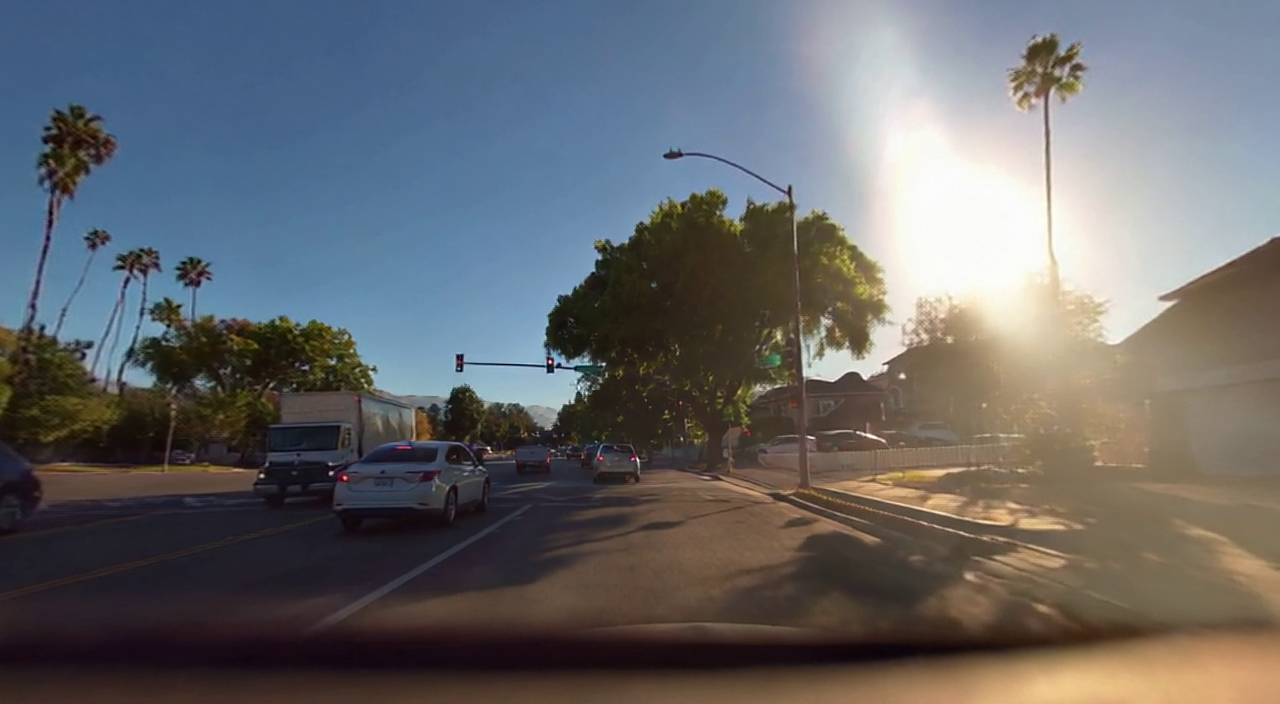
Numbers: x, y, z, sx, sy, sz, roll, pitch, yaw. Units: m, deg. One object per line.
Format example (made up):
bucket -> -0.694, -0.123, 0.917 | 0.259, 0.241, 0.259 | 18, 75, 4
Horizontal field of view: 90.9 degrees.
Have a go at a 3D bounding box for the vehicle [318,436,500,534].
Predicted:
vehicle -> -3.965, 2.336, 11.705 | 1.709, 1.425, 4.337 | -1, -9, 1

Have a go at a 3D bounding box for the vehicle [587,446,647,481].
vehicle -> -0.934, 4.265, 24.380 | 2.131, 1.222, 3.868 | 0, -9, -3

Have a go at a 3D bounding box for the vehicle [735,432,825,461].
vehicle -> 8.410, 5.669, 37.886 | 4.742, 1.690, 2.218 | 2, -9, -18

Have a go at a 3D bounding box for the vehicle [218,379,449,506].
vehicle -> -7.628, 2.434, 16.985 | 2.821, 2.701, 6.721 | -1, -9, 0

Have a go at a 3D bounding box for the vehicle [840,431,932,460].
vehicle -> 14.316, 5.437, 36.752 | 4.615, 1.555, 2.021 | 2, -9, -15

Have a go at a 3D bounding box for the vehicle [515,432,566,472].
vehicle -> -5.087, 5.170, 32.784 | 2.032, 1.852, 4.571 | -1, -8, -2
